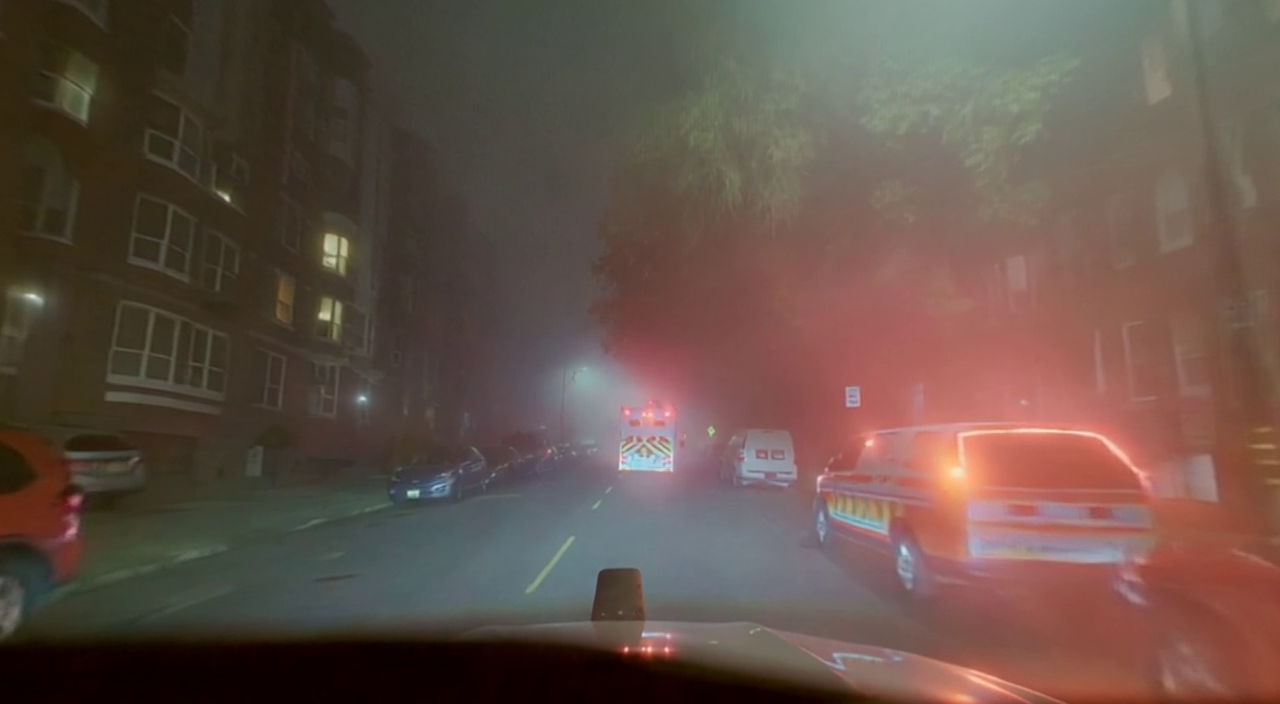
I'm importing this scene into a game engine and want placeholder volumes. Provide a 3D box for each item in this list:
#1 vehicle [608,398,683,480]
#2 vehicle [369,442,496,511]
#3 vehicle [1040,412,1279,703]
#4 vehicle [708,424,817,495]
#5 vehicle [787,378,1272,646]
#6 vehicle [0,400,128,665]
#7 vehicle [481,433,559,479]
[{"bbox_3d":[0.164,3.763,27.269,2.754,3.008,7.730,0,-8,0],"label":"vehicle"},{"bbox_3d":[-5.412,3.254,17.193,1.967,1.492,4.781,-3,-8,-2],"label":"vehicle"},{"bbox_3d":[3.395,0.868,1.627,1.876,1.491,4.507,0,-8,2],"label":"vehicle"},{"bbox_3d":[3.540,3.248,19.495,2.232,1.860,5.593,0,-8,0],"label":"vehicle"},{"bbox_3d":[3.306,1.474,6.974,2.152,1.868,4.976,0,-8,0],"label":"vehicle"},{"bbox_3d":[-5.237,1.030,3.008,1.923,1.755,4.316,0,-8,0],"label":"vehicle"},{"bbox_3d":[-5.311,4.691,28.842,2.326,1.774,5.757,-2,-8,1],"label":"vehicle"}]
